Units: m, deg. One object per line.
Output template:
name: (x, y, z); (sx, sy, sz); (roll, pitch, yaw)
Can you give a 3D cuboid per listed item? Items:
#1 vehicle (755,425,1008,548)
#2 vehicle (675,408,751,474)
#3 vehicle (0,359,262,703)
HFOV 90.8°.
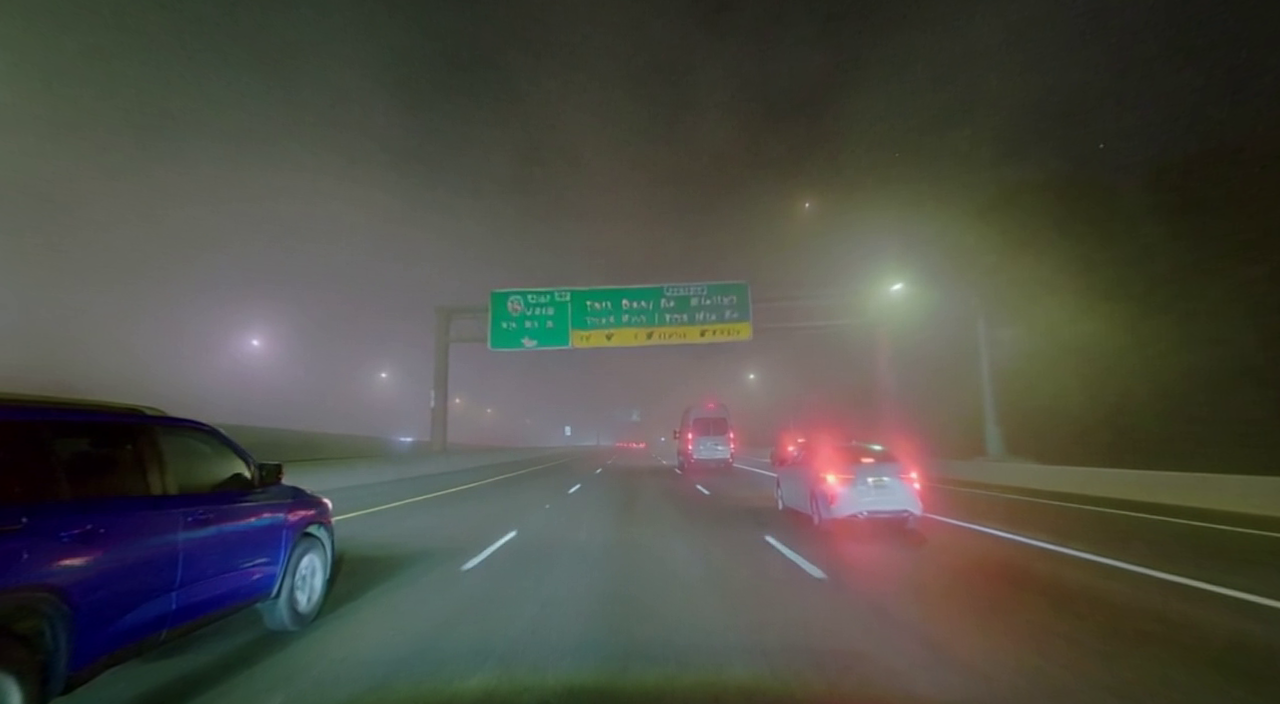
vehicle: (3.478, 2.054, 10.459); (2.108, 1.509, 5.059); (0, -8, -1)
vehicle: (3.239, 4.195, 29.674); (2.629, 2.718, 6.740); (0, -8, -1)
vehicle: (-3.959, 0.839, 2.760); (2.000, 1.646, 4.201); (0, -8, 0)
